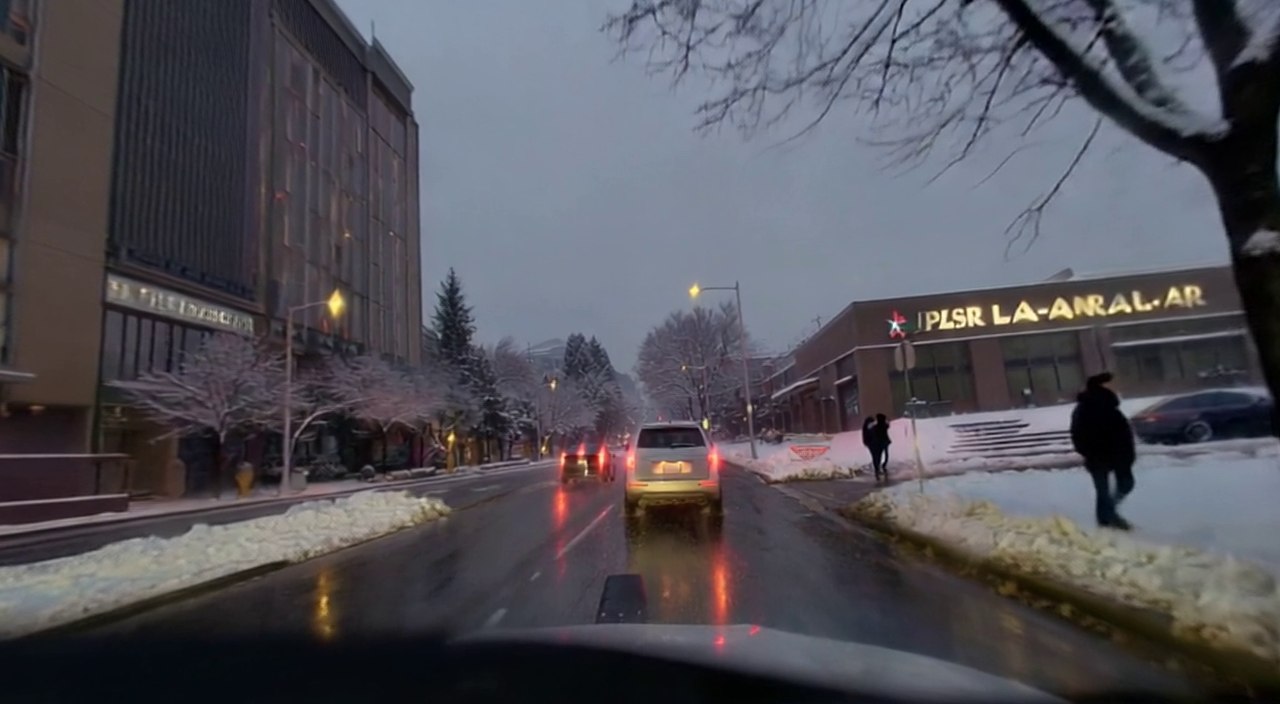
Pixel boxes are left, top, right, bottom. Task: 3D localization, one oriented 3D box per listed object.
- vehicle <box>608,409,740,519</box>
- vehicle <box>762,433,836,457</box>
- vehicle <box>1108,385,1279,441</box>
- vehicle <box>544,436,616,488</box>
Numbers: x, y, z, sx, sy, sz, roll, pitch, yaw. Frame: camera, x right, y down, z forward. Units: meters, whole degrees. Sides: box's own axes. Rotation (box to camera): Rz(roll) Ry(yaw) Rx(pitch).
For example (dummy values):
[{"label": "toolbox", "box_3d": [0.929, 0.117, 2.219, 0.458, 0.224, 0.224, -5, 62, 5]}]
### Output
[{"label": "vehicle", "box_3d": [0.681, 2.363, 13.784, 2.352, 1.953, 4.796, -1, -8, 2]}, {"label": "vehicle", "box_3d": [10.496, 6.143, 41.872, 4.426, 1.490, 1.862, -1, -8, 2]}, {"label": "vehicle", "box_3d": [17.393, 1.897, 19.308, 4.474, 1.583, 1.970, -1, -8, 4]}, {"label": "vehicle", "box_3d": [-2.076, 3.960, 23.098, 2.023, 1.702, 4.152, -1, -8, 3]}]
